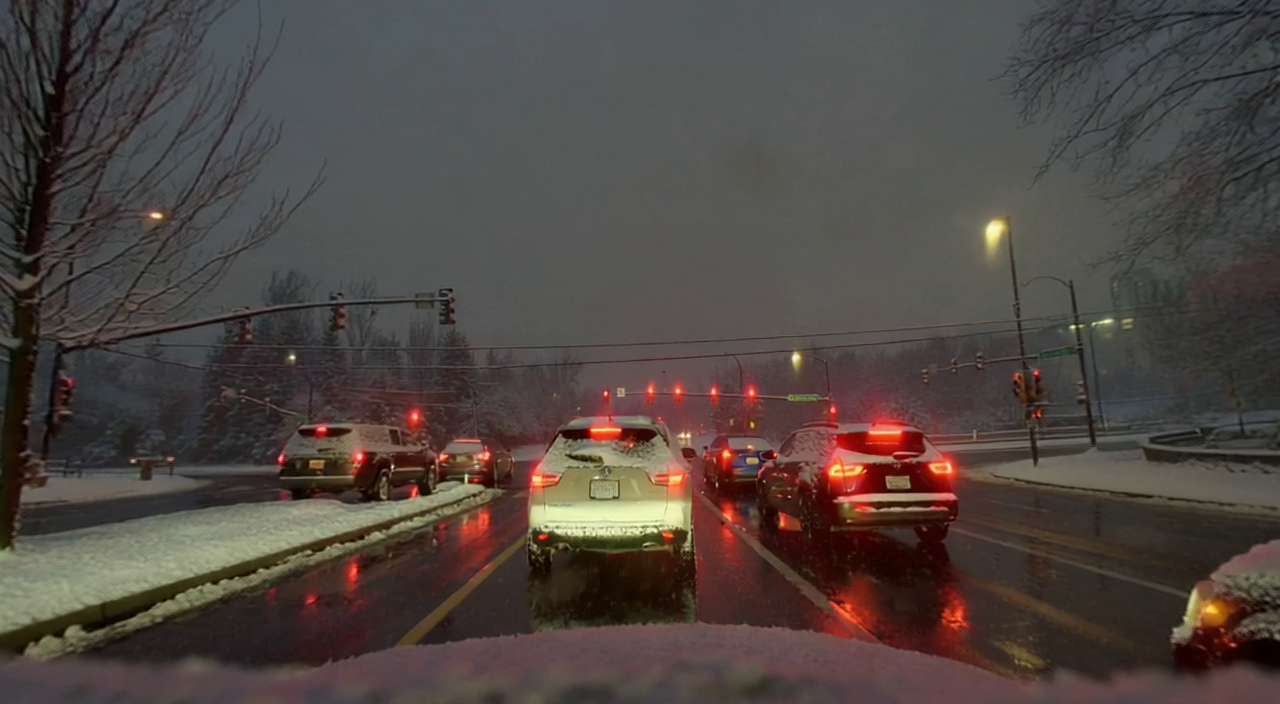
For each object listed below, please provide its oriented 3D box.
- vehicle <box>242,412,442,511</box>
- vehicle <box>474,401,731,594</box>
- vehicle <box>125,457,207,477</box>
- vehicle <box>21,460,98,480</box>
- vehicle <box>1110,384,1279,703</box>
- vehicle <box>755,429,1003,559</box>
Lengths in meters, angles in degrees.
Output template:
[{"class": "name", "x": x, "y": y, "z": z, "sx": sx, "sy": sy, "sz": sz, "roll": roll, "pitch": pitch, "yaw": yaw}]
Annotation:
[{"class": "vehicle", "x": -6.719, "y": 2.549, "z": 15.021, "sx": 2.214, "sy": 1.953, "sz": 5.017, "roll": 0, "pitch": -8, "yaw": 1}, {"class": "vehicle", "x": -0.318, "y": 1.585, "z": 7.649, "sx": 2.256, "sy": 1.694, "sz": 4.055, "roll": 0, "pitch": -8, "yaw": 0}, {"class": "vehicle", "x": -37.308, "y": 9.031, "z": 49.504, "sx": 4.914, "sy": 1.487, "sz": 1.850, "roll": 0, "pitch": -8, "yaw": 0}, {"class": "vehicle", "x": -45.665, "y": 9.258, "z": 49.433, "sx": 4.232, "sy": 1.498, "sz": 1.791, "roll": 0, "pitch": -8, "yaw": 1}, {"class": "vehicle", "x": 3.308, "y": 0.669, "z": 0.846, "sx": 1.980, "sy": 1.515, "sz": 4.362, "roll": 0, "pitch": -8, "yaw": 1}, {"class": "vehicle", "x": 3.160, "y": 1.970, "z": 9.501, "sx": 1.971, "sy": 1.473, "sz": 4.495, "roll": 0, "pitch": -8, "yaw": 0}]
